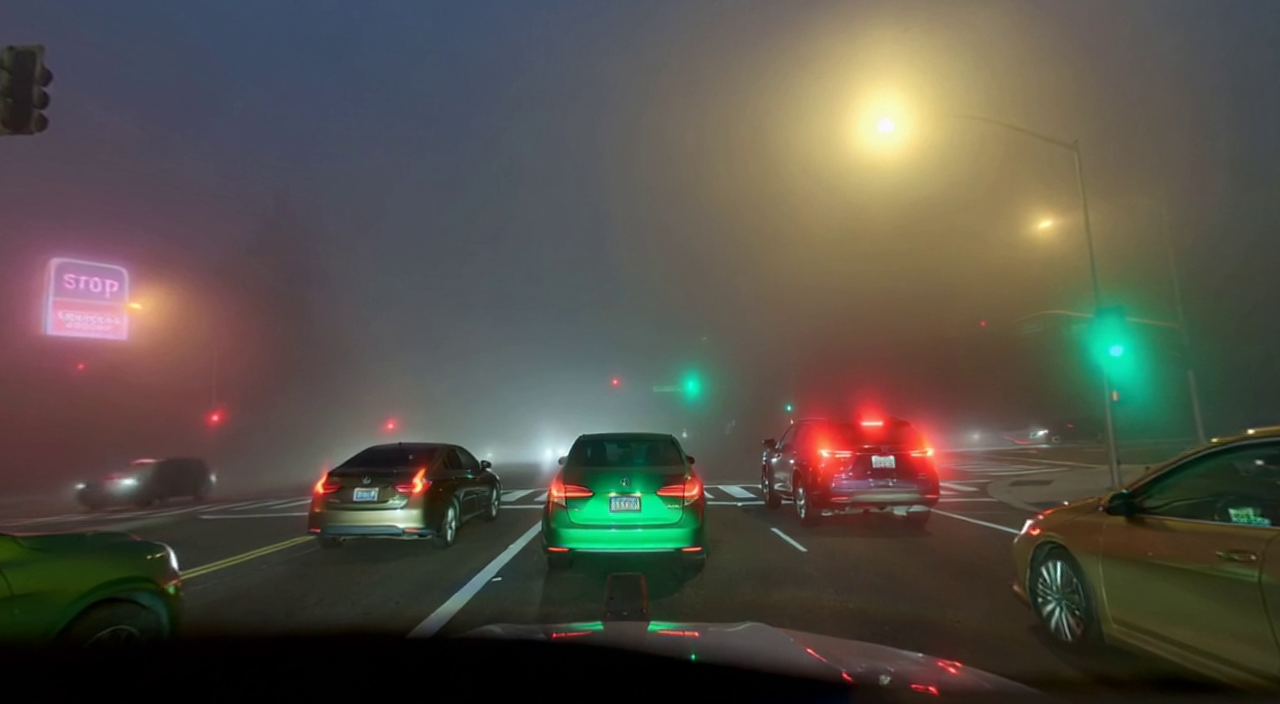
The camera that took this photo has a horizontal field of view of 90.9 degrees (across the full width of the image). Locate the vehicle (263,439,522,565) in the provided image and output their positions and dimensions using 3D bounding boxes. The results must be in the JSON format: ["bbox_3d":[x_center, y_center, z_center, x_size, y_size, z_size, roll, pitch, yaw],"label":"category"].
[{"bbox_3d":[-3.293,2.073,9.552,1.995,1.436,4.373,-1,-8,3],"label":"vehicle"}]

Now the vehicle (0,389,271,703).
[{"bbox_3d":[-3.469,0.846,1.847,2.016,1.547,4.414,0,-8,1],"label":"vehicle"}]

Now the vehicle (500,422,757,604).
[{"bbox_3d":[-0.124,1.654,7.395,2.140,1.499,4.119,0,-8,-1],"label":"vehicle"}]

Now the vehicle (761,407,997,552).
[{"bbox_3d":[3.318,1.866,9.838,1.992,1.744,4.183,0,-8,0],"label":"vehicle"}]

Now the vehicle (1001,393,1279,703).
[{"bbox_3d":[3.944,0.974,3.106,1.800,1.519,4.198,0,-8,0],"label":"vehicle"}]
